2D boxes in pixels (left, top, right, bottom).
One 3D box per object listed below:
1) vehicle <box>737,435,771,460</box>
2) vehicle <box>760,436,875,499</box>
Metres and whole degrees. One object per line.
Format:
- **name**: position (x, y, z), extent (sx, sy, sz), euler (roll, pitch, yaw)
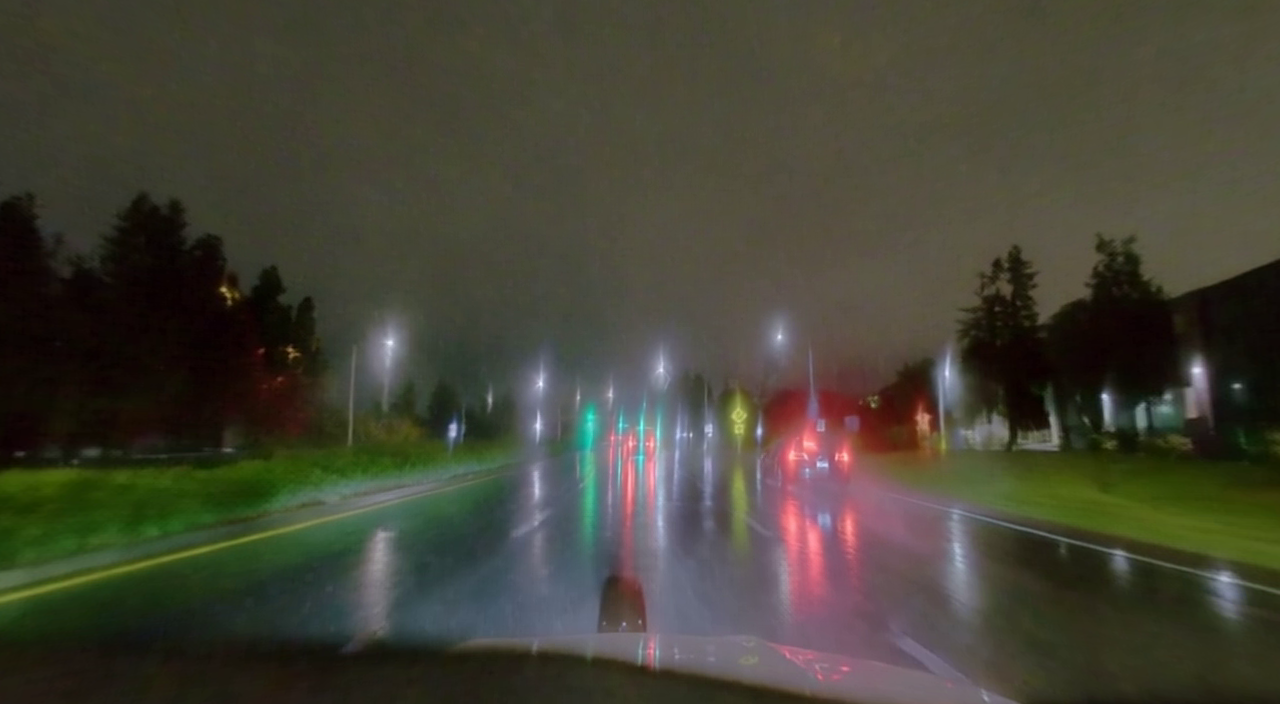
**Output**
- **vehicle**: position (7.996, 6.724, 44.339), extent (2.063, 1.625, 5.102), euler (-1, -8, 7)
- **vehicle**: position (4.755, 3.154, 17.532), extent (1.913, 1.516, 4.322), euler (0, -8, 0)
